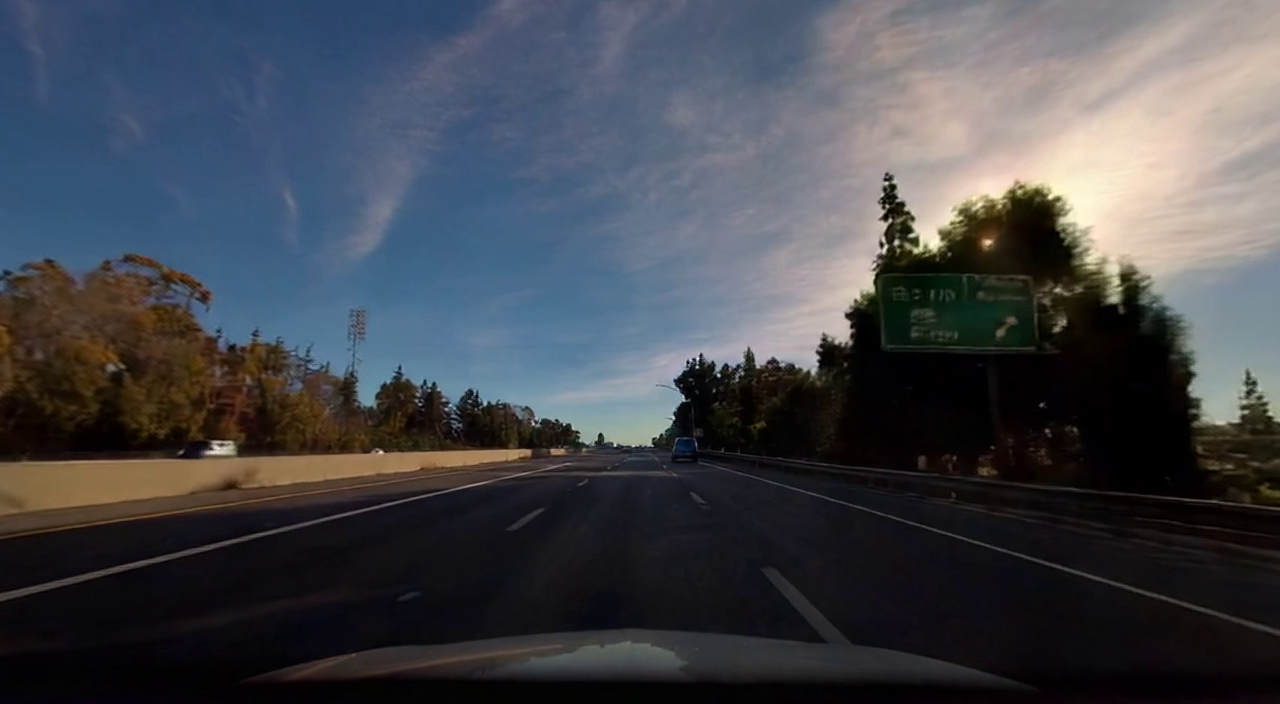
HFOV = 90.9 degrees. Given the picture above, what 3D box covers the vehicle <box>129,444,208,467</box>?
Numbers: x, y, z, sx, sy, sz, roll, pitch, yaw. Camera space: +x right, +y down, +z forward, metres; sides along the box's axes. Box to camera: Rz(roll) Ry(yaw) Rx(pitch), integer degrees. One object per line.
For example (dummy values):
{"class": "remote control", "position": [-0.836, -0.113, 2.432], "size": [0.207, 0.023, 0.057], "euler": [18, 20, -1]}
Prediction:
{"class": "vehicle", "position": [-33.185, 7.257, 44.540], "size": [1.925, 1.504, 4.639], "euler": [0, -8, 1]}
